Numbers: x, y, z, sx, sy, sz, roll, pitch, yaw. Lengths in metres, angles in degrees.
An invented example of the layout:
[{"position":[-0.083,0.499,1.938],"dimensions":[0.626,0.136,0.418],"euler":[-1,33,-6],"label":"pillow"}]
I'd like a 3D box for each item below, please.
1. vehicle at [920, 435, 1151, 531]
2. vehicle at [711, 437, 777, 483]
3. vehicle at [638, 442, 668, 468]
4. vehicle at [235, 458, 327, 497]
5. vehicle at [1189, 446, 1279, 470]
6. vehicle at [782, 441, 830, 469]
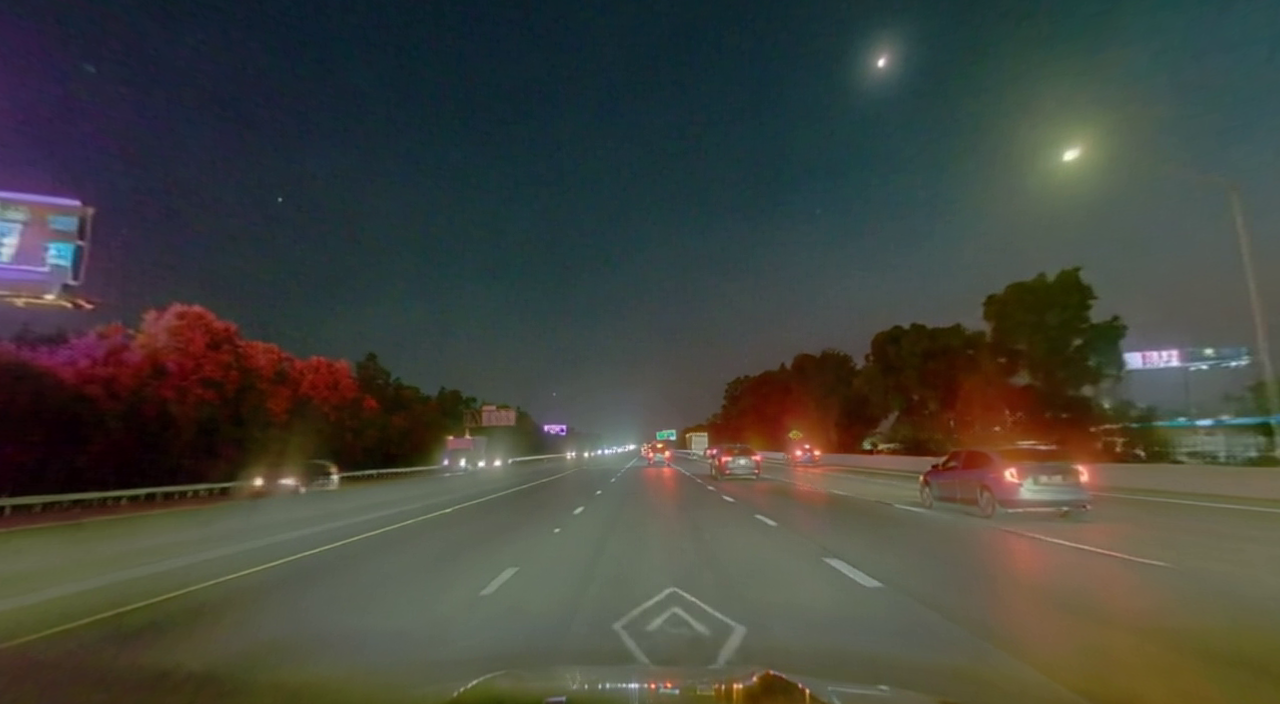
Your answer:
[{"position":[7.532,2.496,12.668],"dimensions":[1.807,1.558,4.352],"euler":[-1,-8,0],"label":"vehicle"},{"position":[4.536,4.776,28.289],"dimensions":[2.075,1.845,4.667],"euler":[0,-8,-1],"label":"vehicle"},{"position":[0.953,7.855,48.338],"dimensions":[2.145,1.832,4.004],"euler":[-1,-8,0],"label":"vehicle"},{"position":[-17.034,5.943,30.210],"dimensions":[1.792,1.622,4.317],"euler":[-1,-8,1],"label":"vehicle"},{"position":[40.020,7.115,42.447],"dimensions":[1.758,1.453,4.391],"euler":[3,-8,-8],"label":"vehicle"},{"position":[11.493,7.136,43.972],"dimensions":[2.028,1.801,4.503],"euler":[0,-8,-1],"label":"vehicle"}]
